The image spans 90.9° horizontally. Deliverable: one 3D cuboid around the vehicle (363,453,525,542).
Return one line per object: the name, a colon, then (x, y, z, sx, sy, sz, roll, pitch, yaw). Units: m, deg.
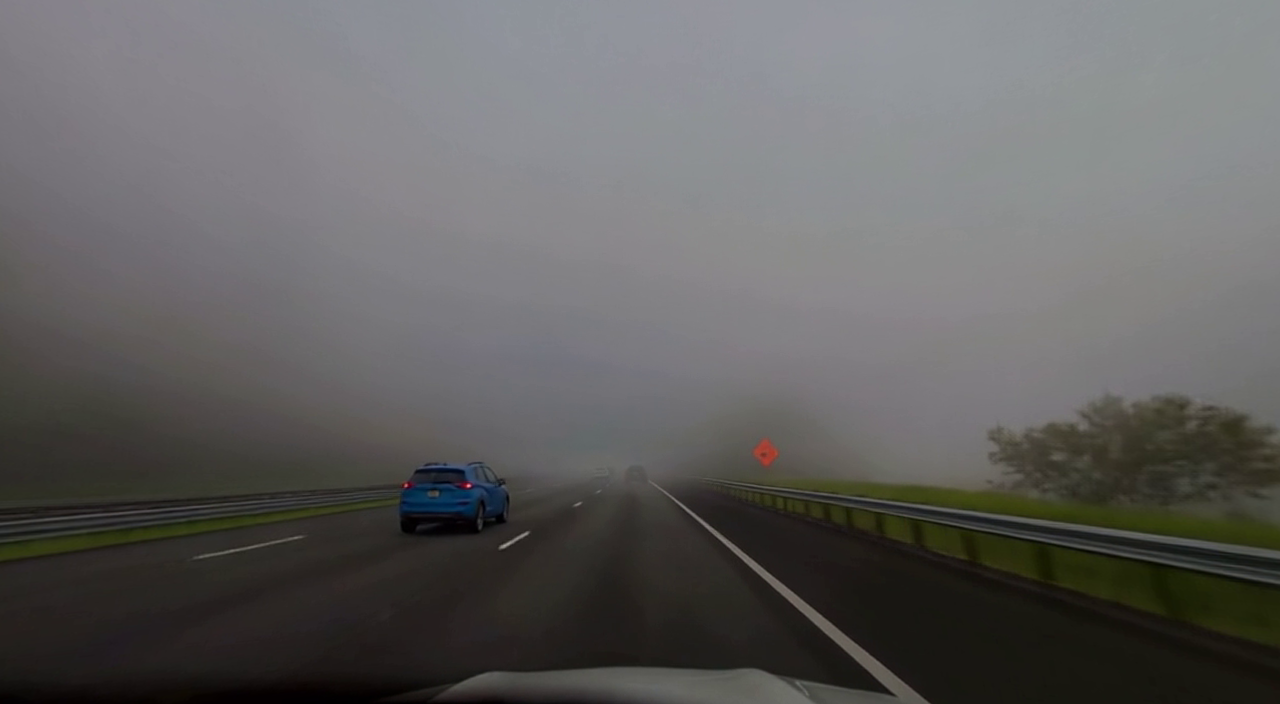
vehicle: (-3.836, 2.953, 13.216, 2.017, 1.516, 4.041, 1, -11, 1)
